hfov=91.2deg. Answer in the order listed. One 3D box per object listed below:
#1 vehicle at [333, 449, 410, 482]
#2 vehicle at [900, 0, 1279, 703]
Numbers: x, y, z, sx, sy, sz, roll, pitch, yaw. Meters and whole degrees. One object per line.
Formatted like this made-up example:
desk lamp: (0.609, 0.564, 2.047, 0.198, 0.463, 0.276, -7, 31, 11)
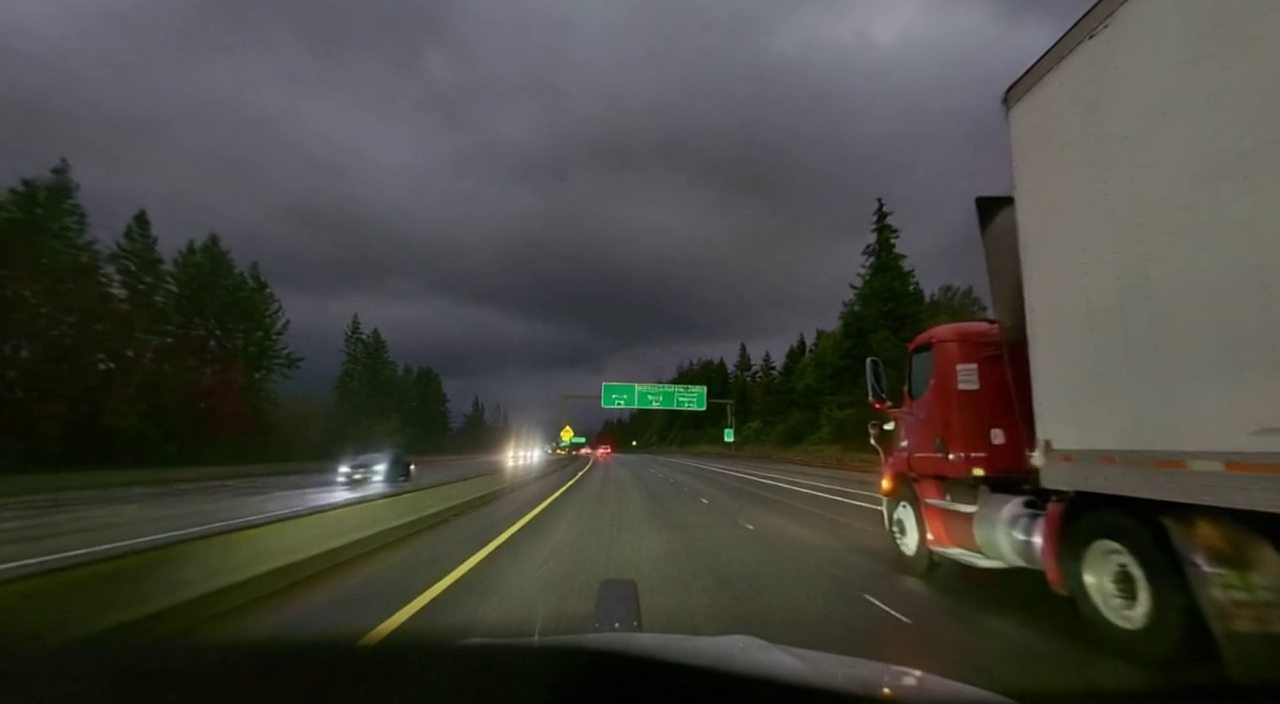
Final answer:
vehicle: (-13.010, 5.488, 30.683, 1.815, 1.471, 4.333, 0, -9, 0)
vehicle: (4.282, -0.539, 0.970, 3.016, 3.971, 10.405, 0, -9, -1)
